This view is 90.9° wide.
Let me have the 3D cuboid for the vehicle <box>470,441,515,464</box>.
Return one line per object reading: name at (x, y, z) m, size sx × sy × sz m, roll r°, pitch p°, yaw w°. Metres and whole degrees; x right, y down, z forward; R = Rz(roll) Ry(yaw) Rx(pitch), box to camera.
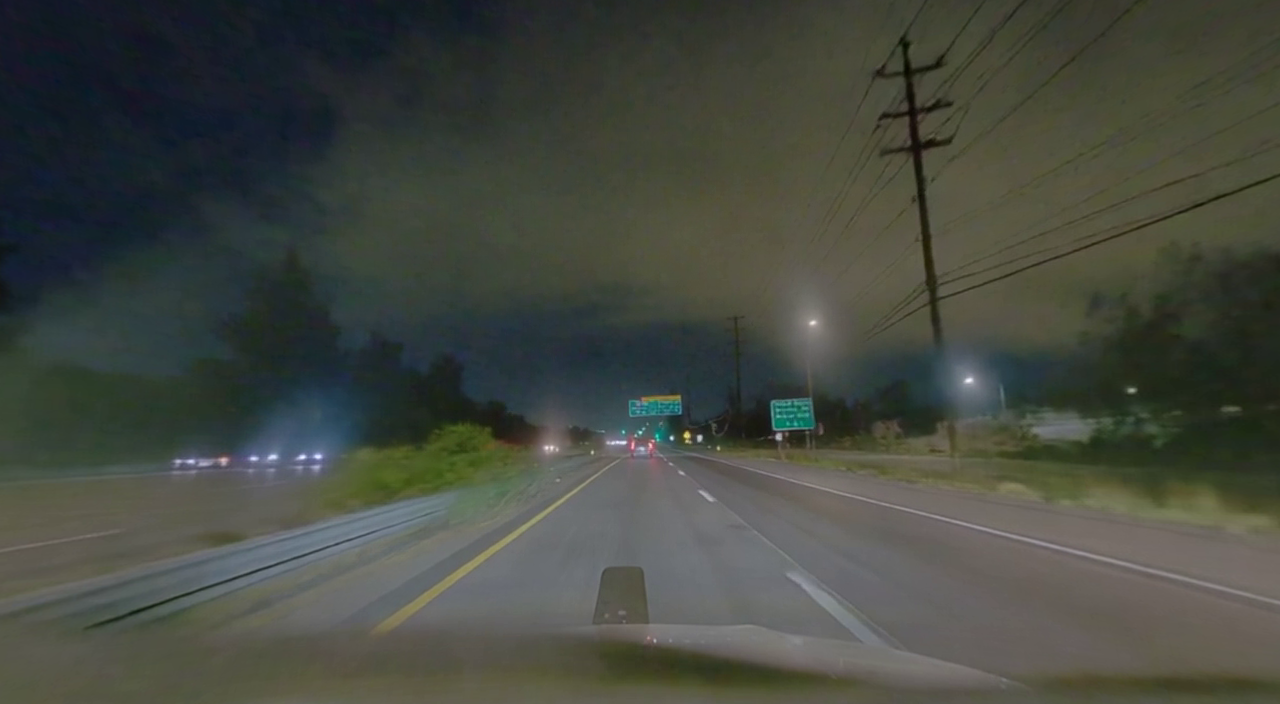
vehicle at (-10.110, 6.923, 43.564) m, size 1.947 × 1.528 × 4.355 m, roll 0°, pitch -8°, yaw 1°
